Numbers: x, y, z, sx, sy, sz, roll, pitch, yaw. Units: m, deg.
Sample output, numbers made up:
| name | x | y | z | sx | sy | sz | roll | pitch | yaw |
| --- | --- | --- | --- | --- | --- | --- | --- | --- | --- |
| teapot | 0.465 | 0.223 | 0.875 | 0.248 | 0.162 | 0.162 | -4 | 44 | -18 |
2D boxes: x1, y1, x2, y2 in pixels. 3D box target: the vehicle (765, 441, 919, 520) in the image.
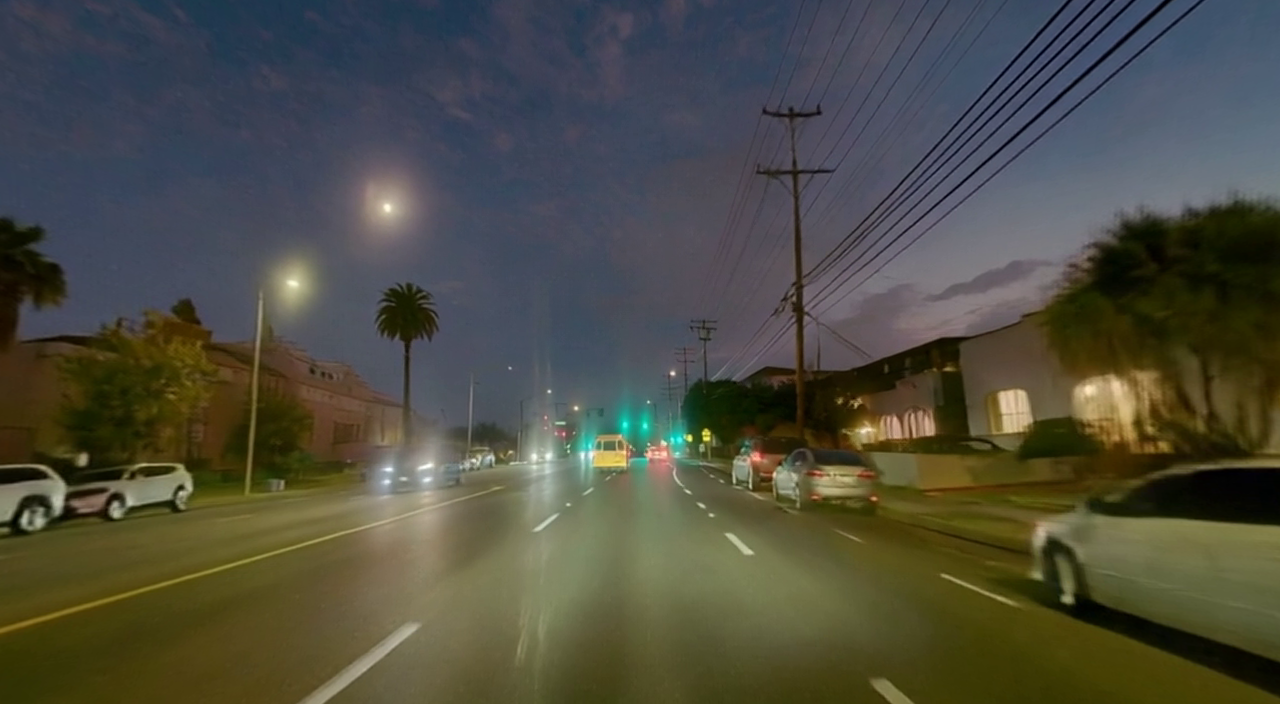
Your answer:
| name | x | y | z | sx | sy | sz | roll | pitch | yaw |
| --- | --- | --- | --- | --- | --- | --- | --- | --- | --- |
| vehicle | 4.271 | 2.779 | 14.264 | 1.838 | 1.458 | 4.750 | 0 | -9 | -1 |

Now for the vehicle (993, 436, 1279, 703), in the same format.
| name | x | y | z | sx | sy | sz | roll | pitch | yaw |
| --- | --- | --- | --- | --- | --- | --- | --- | --- | --- |
| vehicle | 4.085 | 1.172 | 3.406 | 1.782 | 1.410 | 4.388 | 0 | -9 | 0 |

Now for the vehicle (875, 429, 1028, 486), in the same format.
| name | x | y | z | sx | sy | sz | roll | pitch | yaw |
| --- | --- | --- | --- | --- | --- | --- | --- | --- | --- |
| vehicle | 9.663 | 3.299 | 20.074 | 1.872 | 1.518 | 4.591 | -1 | -8 | -10 |

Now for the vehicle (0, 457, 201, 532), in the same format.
| name | x | y | z | sx | sy | sz | roll | pitch | yaw |
| --- | --- | --- | --- | --- | --- | --- | --- | --- | --- |
| vehicle | -14.453 | 3.750 | 17.148 | 2.045 | 1.513 | 4.464 | -5 | -8 | -3 |

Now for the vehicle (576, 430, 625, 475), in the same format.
| name | x | y | z | sx | sy | sz | roll | pitch | yaw |
| --- | --- | --- | --- | --- | --- | --- | --- | --- | --- |
| vehicle | -1.848 | 4.933 | 31.070 | 2.168 | 2.040 | 4.527 | 0 | -9 | -1 |

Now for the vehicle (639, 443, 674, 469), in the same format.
| name | x | y | z | sx | sy | sz | roll | pitch | yaw |
| --- | --- | --- | --- | --- | --- | --- | --- | --- | --- |
| vehicle | 1.065 | 6.445 | 39.279 | 2.063 | 1.495 | 3.849 | 0 | -9 | 2 |

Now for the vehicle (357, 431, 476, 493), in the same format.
| name | x | y | z | sx | sy | sz | roll | pitch | yaw |
| --- | --- | --- | --- | --- | --- | --- | --- | --- | --- |
| vehicle | -8.554 | 4.268 | 24.848 | 2.653 | 1.964 | 5.699 | -3 | -9 | 0 |

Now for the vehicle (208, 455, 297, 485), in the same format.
| name | x | y | z | sx | sy | sz | roll | pitch | yaw |
| --- | --- | --- | --- | --- | --- | --- | --- | --- | --- |
| vehicle | -20.516 | 6.261 | 33.455 | 3.558 | 1.480 | 1.670 | 0 | -9 | 1 |
